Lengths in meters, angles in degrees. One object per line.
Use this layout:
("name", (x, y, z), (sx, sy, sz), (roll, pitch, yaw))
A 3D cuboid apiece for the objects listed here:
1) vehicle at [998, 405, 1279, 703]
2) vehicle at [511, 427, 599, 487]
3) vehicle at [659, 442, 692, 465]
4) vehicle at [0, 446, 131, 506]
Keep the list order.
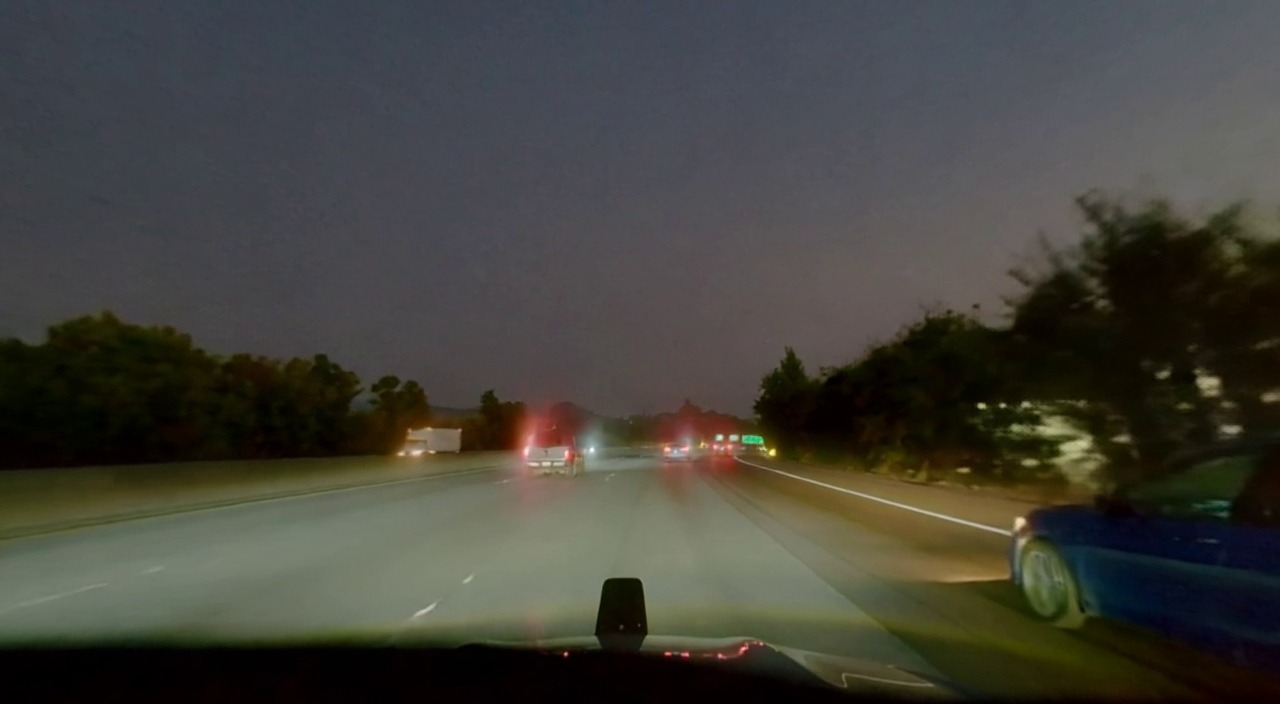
("vehicle", (4.080, 0.998, 2.980), (2.131, 1.497, 4.456), (0, -8, 0))
("vehicle", (-2.808, 3.616, 22.081), (2.185, 1.823, 4.854), (-1, -8, 3))
("vehicle", (2.510, 7.053, 44.006), (2.158, 1.458, 3.656), (-1, -8, 4))
("vehicle", (-16.691, 3.345, 17.433), (1.843, 1.446, 3.893), (-1, -8, 2))
